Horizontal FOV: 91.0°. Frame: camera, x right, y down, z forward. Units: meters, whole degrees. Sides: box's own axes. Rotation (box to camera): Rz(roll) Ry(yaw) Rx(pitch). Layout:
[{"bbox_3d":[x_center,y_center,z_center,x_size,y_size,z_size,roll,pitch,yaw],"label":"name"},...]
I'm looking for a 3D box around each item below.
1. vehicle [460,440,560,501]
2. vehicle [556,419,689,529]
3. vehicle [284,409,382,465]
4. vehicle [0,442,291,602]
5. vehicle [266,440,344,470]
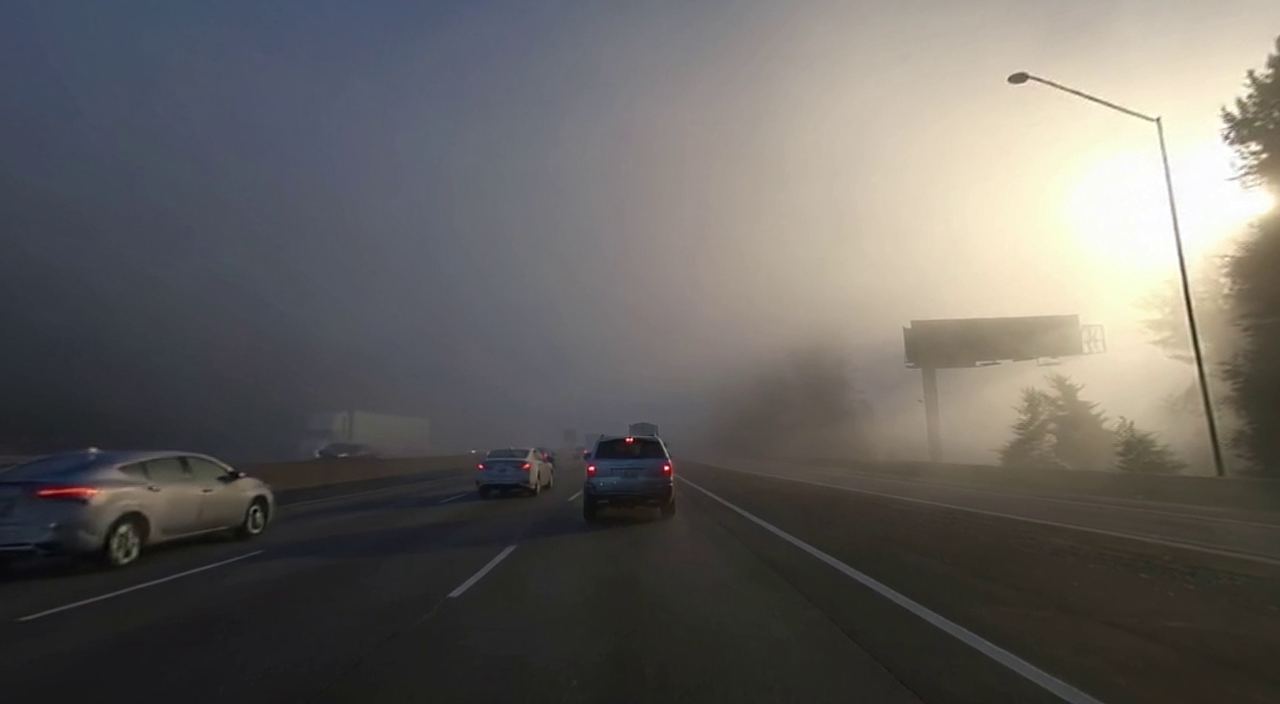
[{"bbox_3d":[-3.567,3.334,18.171,1.889,1.522,4.465,0,-9,1],"label":"vehicle"},{"bbox_3d":[-0.300,2.331,12.581,2.127,1.749,4.776,0,-9,-1],"label":"vehicle"},{"bbox_3d":[-23.192,6.591,48.263,3.063,3.879,8.695,0,-9,-1],"label":"vehicle"},{"bbox_3d":[-6.887,1.938,8.212,1.892,1.468,4.792,0,-9,0],"label":"vehicle"},{"bbox_3d":[-19.125,5.888,36.201,1.859,1.624,4.863,0,-9,-1],"label":"vehicle"}]
